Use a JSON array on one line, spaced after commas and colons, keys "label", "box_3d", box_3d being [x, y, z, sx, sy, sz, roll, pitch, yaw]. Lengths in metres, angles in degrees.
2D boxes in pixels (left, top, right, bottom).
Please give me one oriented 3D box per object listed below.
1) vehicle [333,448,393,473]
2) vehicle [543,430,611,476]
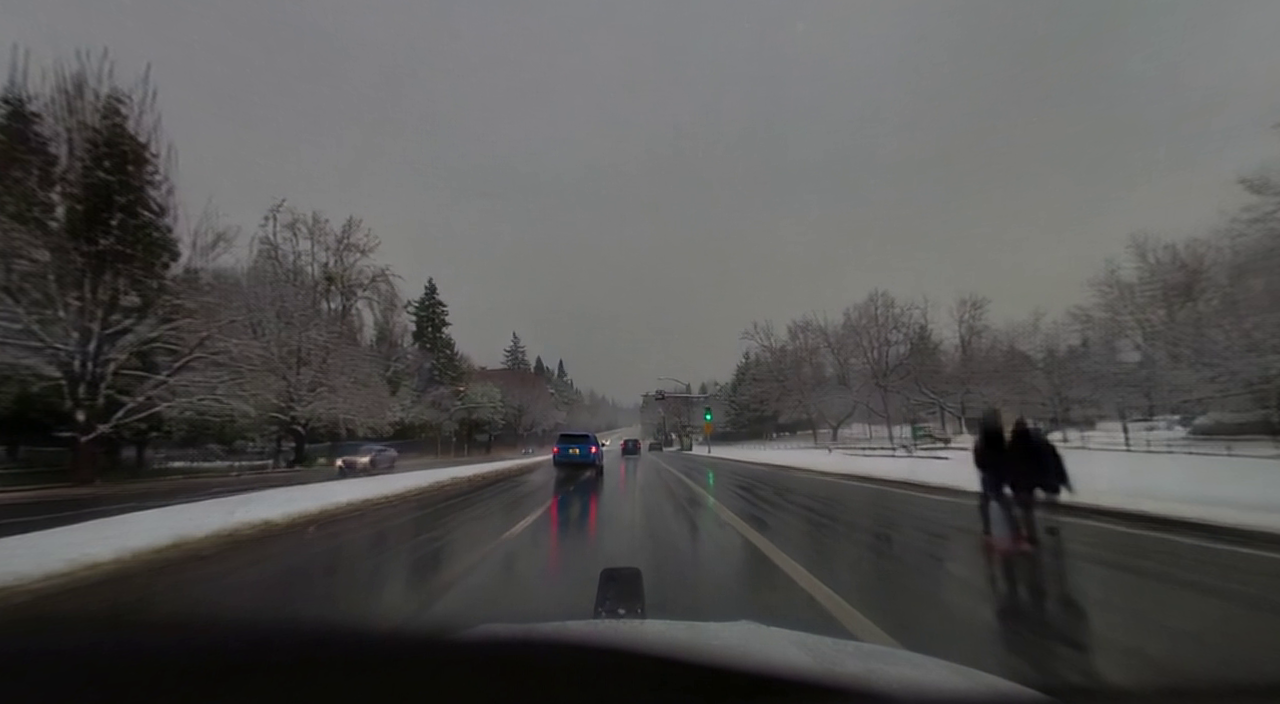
[{"label": "vehicle", "box_3d": [-17.716, 6.927, 40.676, 1.895, 1.502, 4.711, 0, -9, -2]}, {"label": "vehicle", "box_3d": [-2.432, 4.084, 25.648, 2.174, 1.703, 4.231, 0, -9, 2]}]
